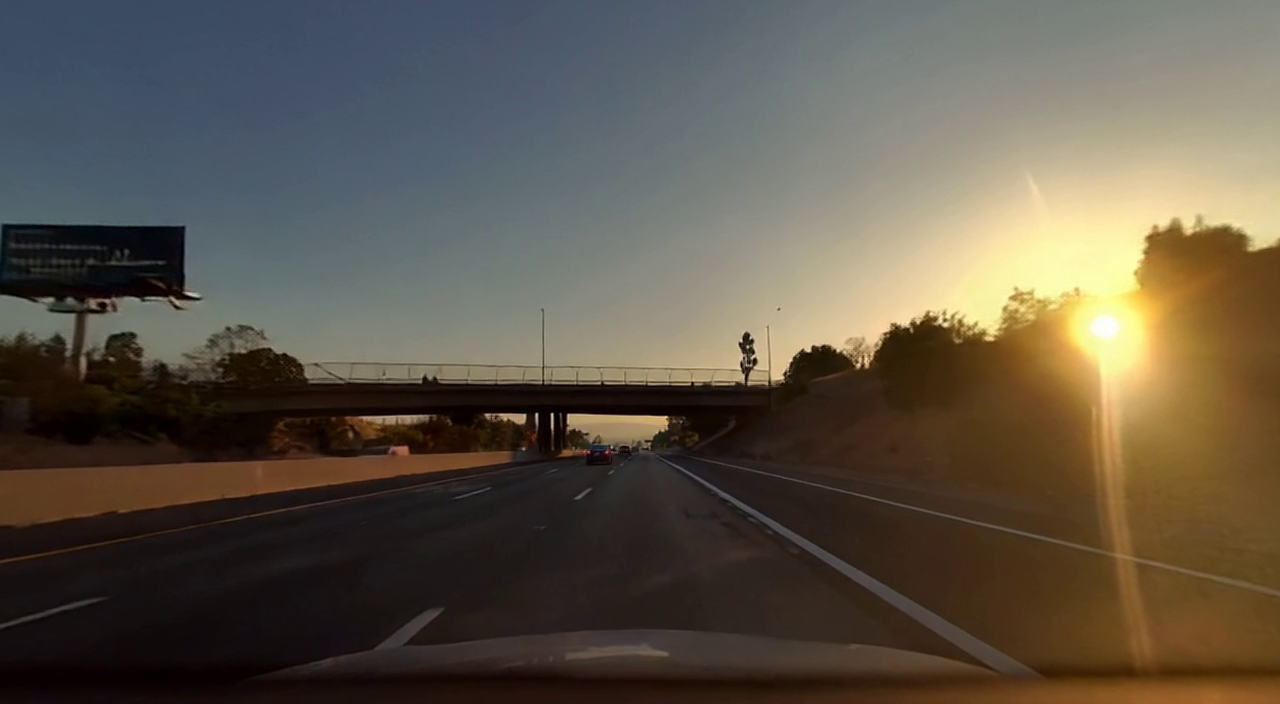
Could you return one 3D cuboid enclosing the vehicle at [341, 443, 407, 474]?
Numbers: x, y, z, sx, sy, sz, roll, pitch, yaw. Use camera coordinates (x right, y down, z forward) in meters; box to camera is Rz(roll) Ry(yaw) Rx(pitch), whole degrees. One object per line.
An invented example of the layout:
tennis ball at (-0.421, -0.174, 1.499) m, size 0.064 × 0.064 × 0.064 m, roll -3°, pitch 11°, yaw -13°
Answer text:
vehicle at (-16.201, 6.475, 38.754) m, size 1.977 × 1.763 × 4.611 m, roll 0°, pitch -8°, yaw 1°
